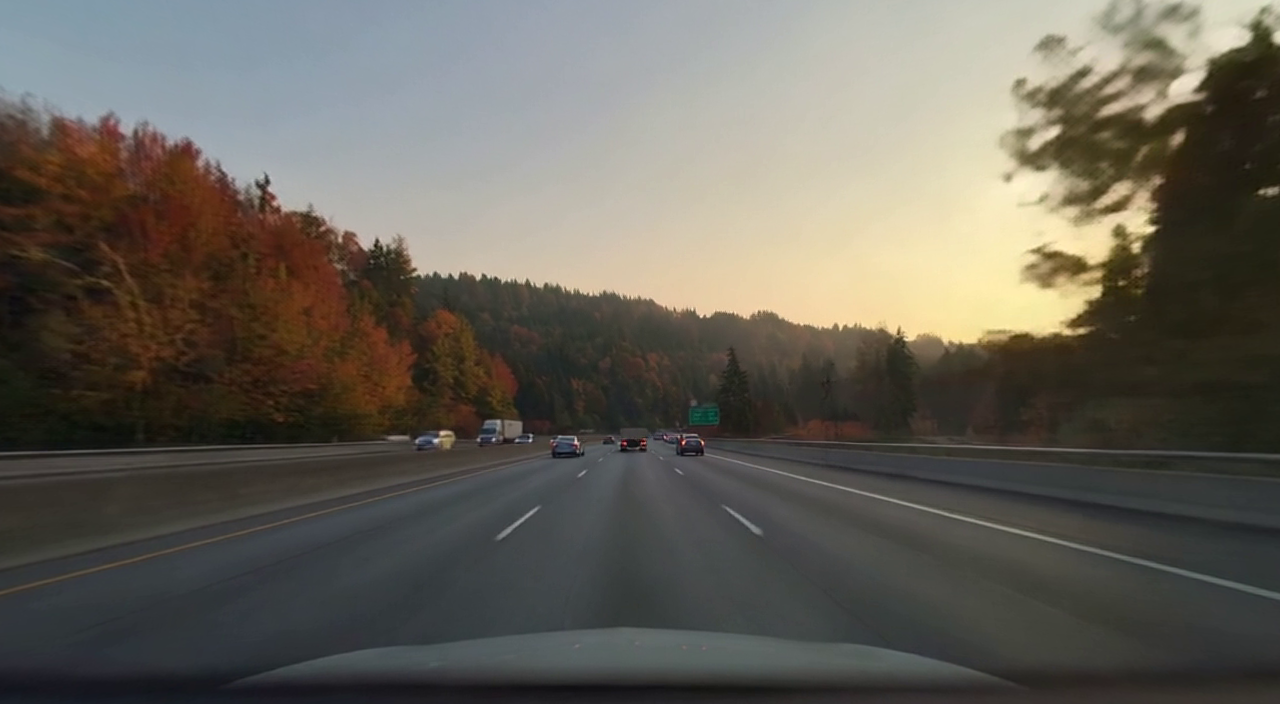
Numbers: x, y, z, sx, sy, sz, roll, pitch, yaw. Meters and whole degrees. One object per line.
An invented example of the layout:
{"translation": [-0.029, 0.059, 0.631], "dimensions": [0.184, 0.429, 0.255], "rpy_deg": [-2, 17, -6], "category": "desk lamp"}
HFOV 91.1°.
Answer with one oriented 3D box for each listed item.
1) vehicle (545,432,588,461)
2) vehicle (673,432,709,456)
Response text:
{"translation": [-4.032, 5.274, 35.130], "dimensions": [2.027, 1.501, 3.920], "rpy_deg": [0, -8, -1], "category": "vehicle"}
{"translation": [3.410, 6.249, 42.740], "dimensions": [1.882, 1.492, 3.958], "rpy_deg": [0, -8, -3], "category": "vehicle"}
